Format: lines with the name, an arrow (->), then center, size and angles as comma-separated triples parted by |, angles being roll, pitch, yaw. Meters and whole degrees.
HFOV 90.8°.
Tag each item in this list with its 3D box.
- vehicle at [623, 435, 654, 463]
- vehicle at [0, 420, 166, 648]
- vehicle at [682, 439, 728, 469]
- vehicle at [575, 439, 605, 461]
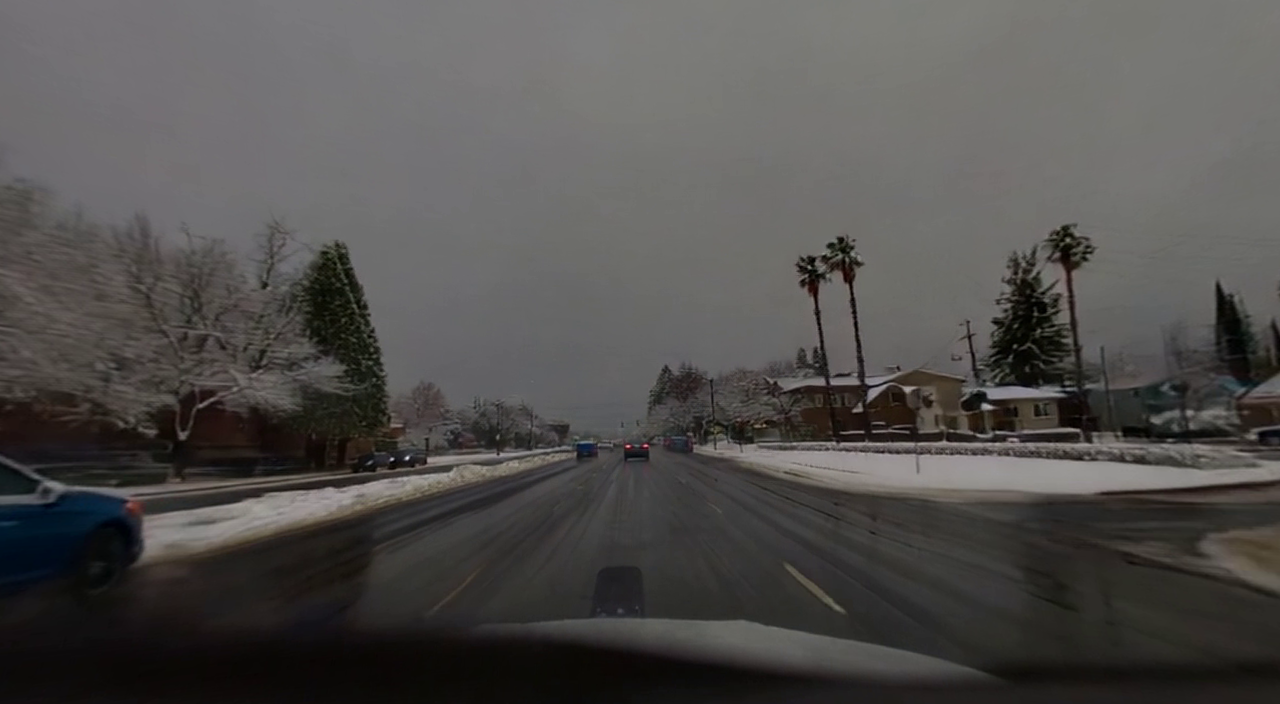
vehicle -> -0.161, 6.610, 43.146 | 2.043, 1.734, 4.253 | 0, -8, -1
vehicle -> -4.964, 1.051, 3.231 | 1.844, 1.451, 4.543 | 1, -8, -5
vehicle -> 3.341, 5.320, 33.115 | 1.830, 1.451, 4.009 | 0, -8, -2
vehicle -> -3.729, 7.319, 47.381 | 2.000, 1.569, 3.794 | 0, -8, -1
